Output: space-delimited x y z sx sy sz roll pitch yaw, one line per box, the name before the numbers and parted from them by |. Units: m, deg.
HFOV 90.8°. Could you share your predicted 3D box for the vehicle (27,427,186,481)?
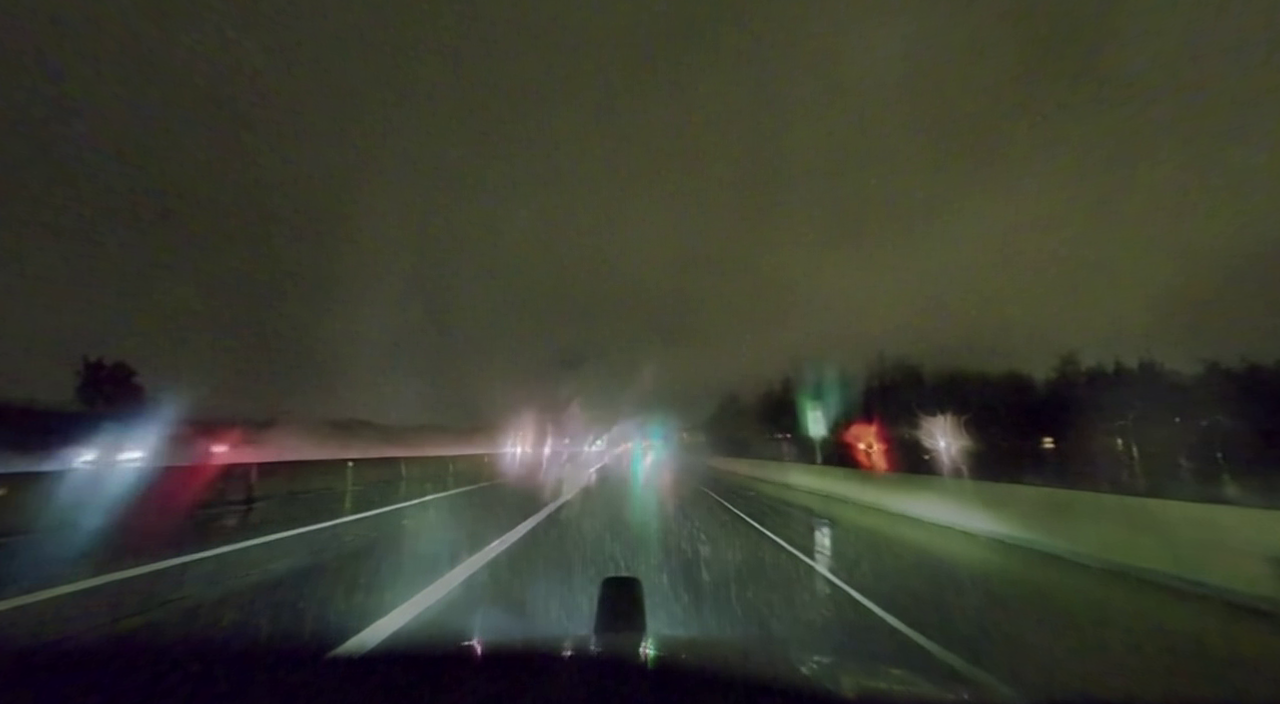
vehicle | -19.601 3.777 23.506 2.016 1.787 4.393 0 -9 0
